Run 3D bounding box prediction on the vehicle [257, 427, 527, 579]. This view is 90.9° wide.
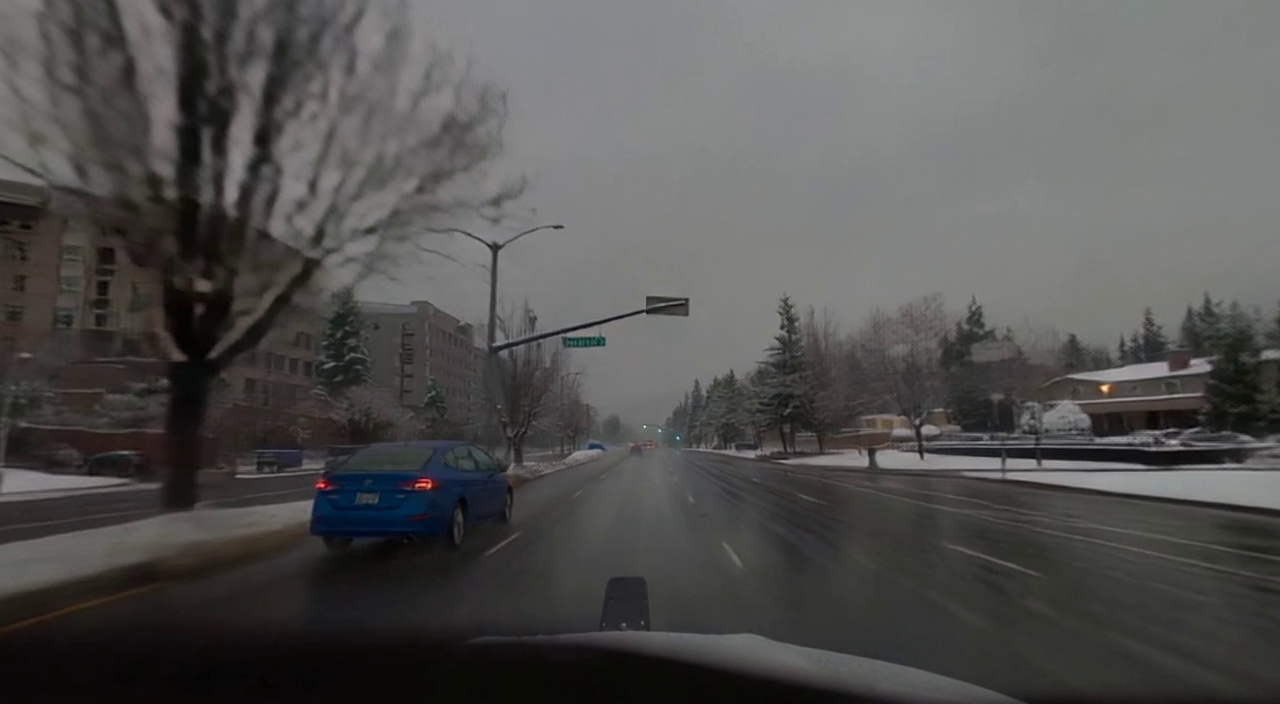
[{"bbox_3d":[-3.141,1.975,9.170,2.009,1.489,4.543,-4,-8,1],"label":"vehicle"}]

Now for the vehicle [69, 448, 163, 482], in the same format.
[{"bbox_3d":[-34.818,7.489,42.110,2.199,1.962,5.038,-1,-8,-4],"label":"vehicle"}]
